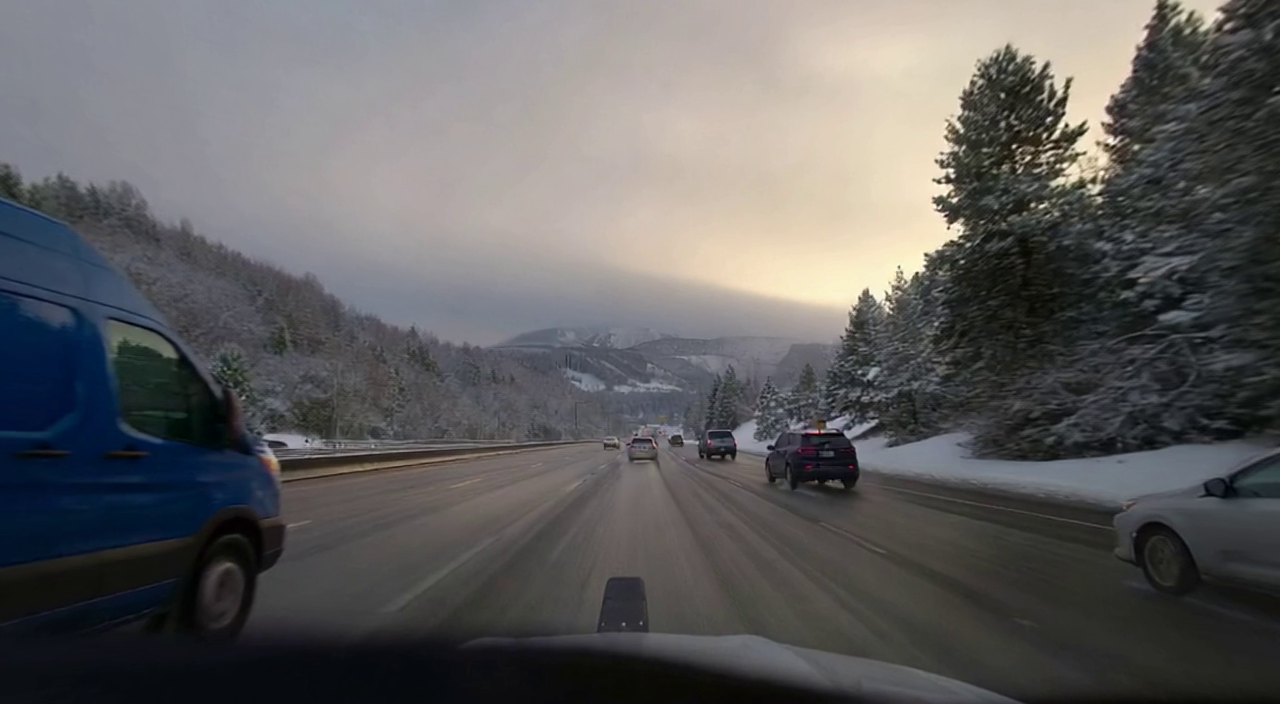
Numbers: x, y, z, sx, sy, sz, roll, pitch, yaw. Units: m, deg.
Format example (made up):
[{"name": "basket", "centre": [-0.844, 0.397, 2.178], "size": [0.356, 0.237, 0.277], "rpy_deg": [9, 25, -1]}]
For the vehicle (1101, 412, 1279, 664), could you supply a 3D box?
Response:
[{"name": "vehicle", "centre": [4.864, 0.985, 2.949], "size": [2.050, 1.491, 4.362], "rpy_deg": [0, -8, -1]}]

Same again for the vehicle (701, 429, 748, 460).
[{"name": "vehicle", "centre": [5.403, 6.014, 40.904], "size": [2.229, 1.837, 4.710], "rpy_deg": [0, -8, -2]}]

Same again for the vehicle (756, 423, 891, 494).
[{"name": "vehicle", "centre": [4.736, 2.833, 17.060], "size": [2.270, 1.660, 4.101], "rpy_deg": [0, -8, -2]}]

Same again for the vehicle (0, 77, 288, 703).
[{"name": "vehicle", "centre": [-3.585, 0.159, 1.262], "size": [2.396, 2.664, 5.735], "rpy_deg": [0, -8, 0]}]

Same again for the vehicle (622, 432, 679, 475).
[{"name": "vehicle", "centre": [0.367, 3.929, 24.590], "size": [2.054, 1.504, 3.890], "rpy_deg": [0, -8, 0]}]
